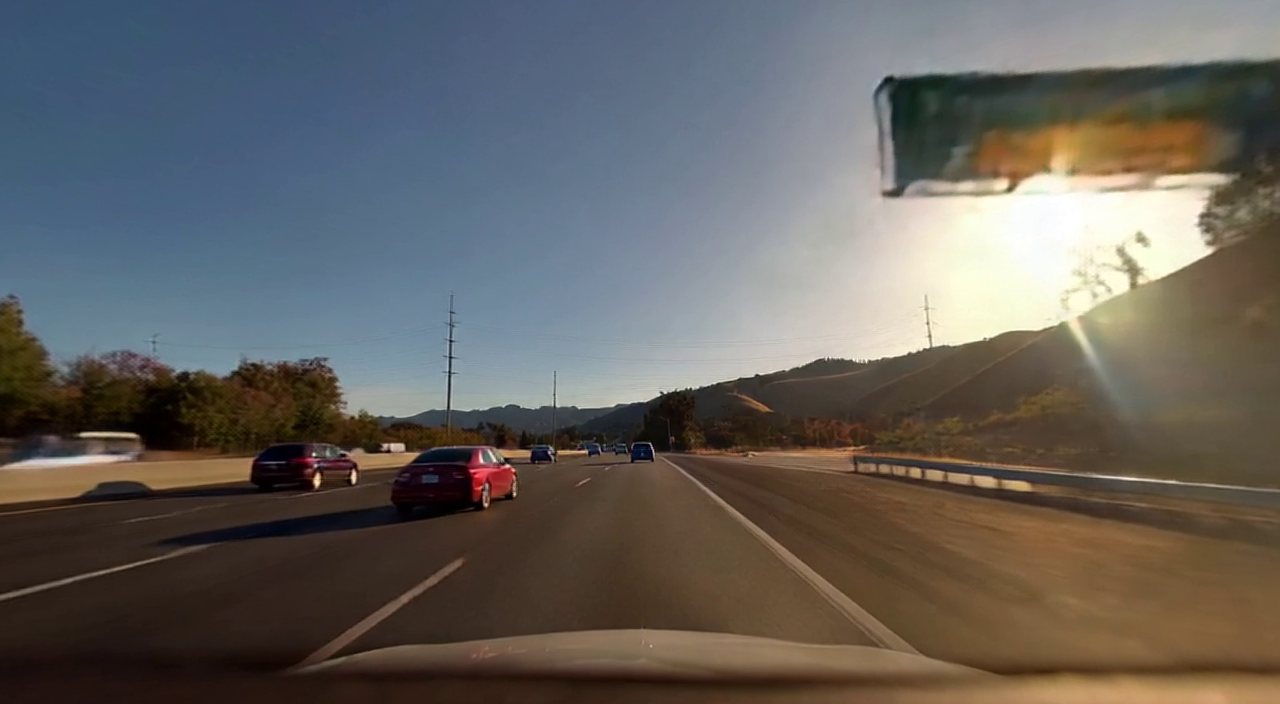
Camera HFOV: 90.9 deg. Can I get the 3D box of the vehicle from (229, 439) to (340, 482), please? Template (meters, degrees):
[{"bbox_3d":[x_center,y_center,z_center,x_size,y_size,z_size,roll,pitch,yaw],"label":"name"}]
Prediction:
[{"bbox_3d":[-14.504,4.431,26.073,2.047,1.608,4.257,0,-8,1],"label":"vehicle"}]

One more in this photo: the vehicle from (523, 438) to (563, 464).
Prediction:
[{"bbox_3d":[-7.015,7.197,46.152,2.091,1.775,4.601,-1,-8,1],"label":"vehicle"}]

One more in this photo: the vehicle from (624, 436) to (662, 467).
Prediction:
[{"bbox_3d":[0.159,6.089,38.713,2.194,1.737,4.127,0,-8,-1],"label":"vehicle"}]

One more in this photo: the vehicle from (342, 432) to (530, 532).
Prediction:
[{"bbox_3d":[-3.582,2.361,12.206,1.967,1.517,4.808,-1,-8,1],"label":"vehicle"}]
